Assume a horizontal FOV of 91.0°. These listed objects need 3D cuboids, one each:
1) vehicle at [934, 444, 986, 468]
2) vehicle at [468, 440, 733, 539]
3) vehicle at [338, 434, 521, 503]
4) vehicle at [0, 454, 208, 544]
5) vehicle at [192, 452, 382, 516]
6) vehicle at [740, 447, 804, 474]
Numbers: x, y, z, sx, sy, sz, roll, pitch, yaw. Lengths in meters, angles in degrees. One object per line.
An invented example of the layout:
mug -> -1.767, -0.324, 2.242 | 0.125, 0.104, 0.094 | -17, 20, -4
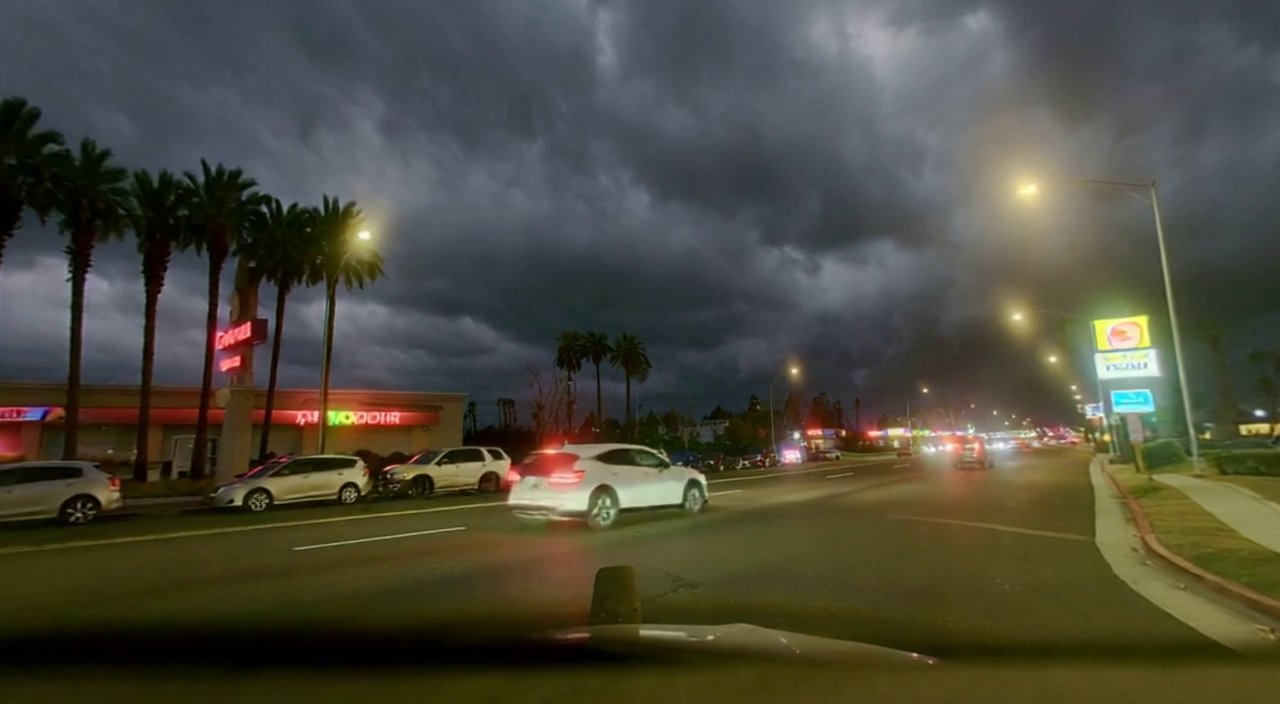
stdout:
vehicle -> 20.722, 6.680, 40.676 | 2.035, 1.485, 4.849 | -6, -11, 37
vehicle -> -0.530, 2.537, 12.447 | 2.232, 1.513, 5.090 | -7, -11, 41
vehicle -> -6.151, 3.591, 19.014 | 1.989, 1.792, 4.884 | -9, -15, 36
vehicle -> -11.412, 2.737, 12.013 | 1.854, 1.482, 4.756 | -6, -11, 37
vehicle -> -10.549, 3.899, 19.158 | 1.900, 1.615, 4.573 | -6, -11, 37
vehicle -> 8.052, 6.534, 38.062 | 1.981, 1.493, 4.721 | -6, -11, 36
